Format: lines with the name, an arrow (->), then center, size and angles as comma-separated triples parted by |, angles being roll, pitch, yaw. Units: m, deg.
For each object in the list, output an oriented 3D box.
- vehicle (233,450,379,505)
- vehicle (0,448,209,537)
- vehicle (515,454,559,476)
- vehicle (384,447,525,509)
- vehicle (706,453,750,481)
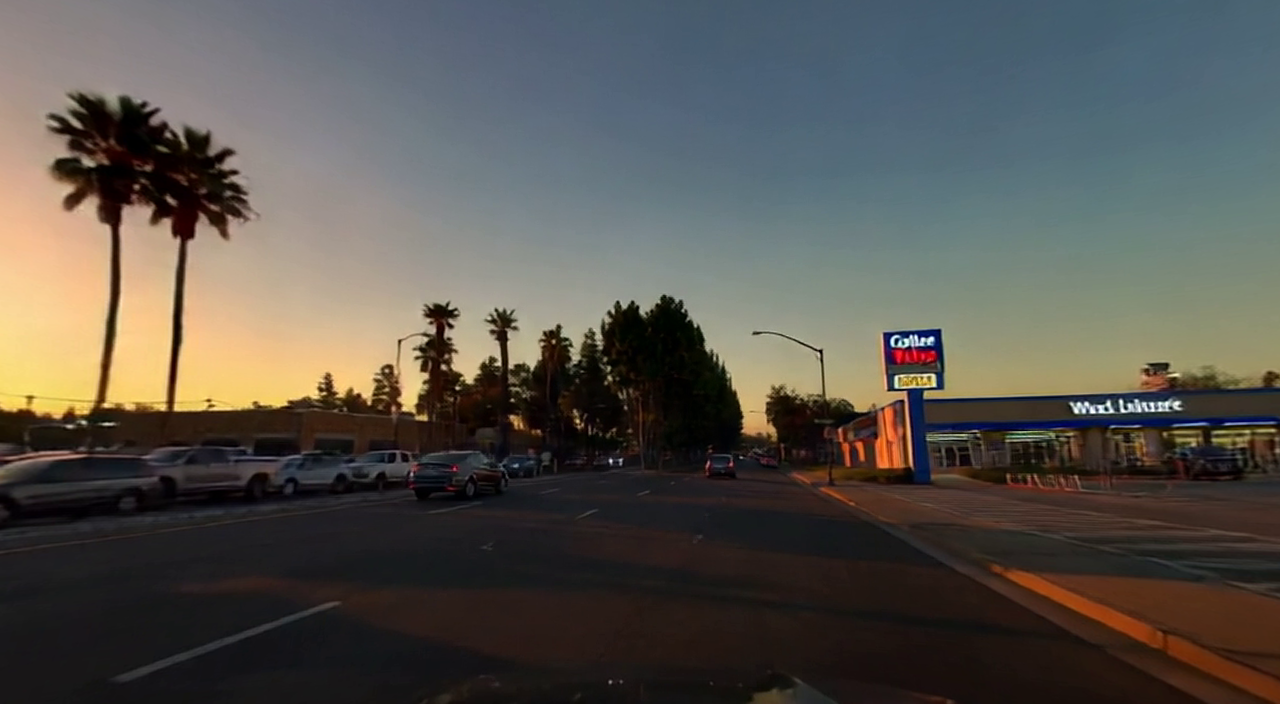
vehicle -> -10.231, 3.833, 19.694 | 1.776, 1.448, 4.137 | -1, -9, 10
vehicle -> -11.405, 2.680, 12.648 | 1.837, 1.468, 4.389 | -1, -9, 11
vehicle -> -7.996, 8.811, 49.316 | 1.874, 1.488, 4.612 | -1, -9, 11
vehicle -> -5.148, 3.533, 18.275 | 2.090, 1.520, 4.452 | -1, -9, 10
vehicle -> 5.194, 6.619, 36.528 | 2.139, 1.461, 4.918 | -2, -9, 12
